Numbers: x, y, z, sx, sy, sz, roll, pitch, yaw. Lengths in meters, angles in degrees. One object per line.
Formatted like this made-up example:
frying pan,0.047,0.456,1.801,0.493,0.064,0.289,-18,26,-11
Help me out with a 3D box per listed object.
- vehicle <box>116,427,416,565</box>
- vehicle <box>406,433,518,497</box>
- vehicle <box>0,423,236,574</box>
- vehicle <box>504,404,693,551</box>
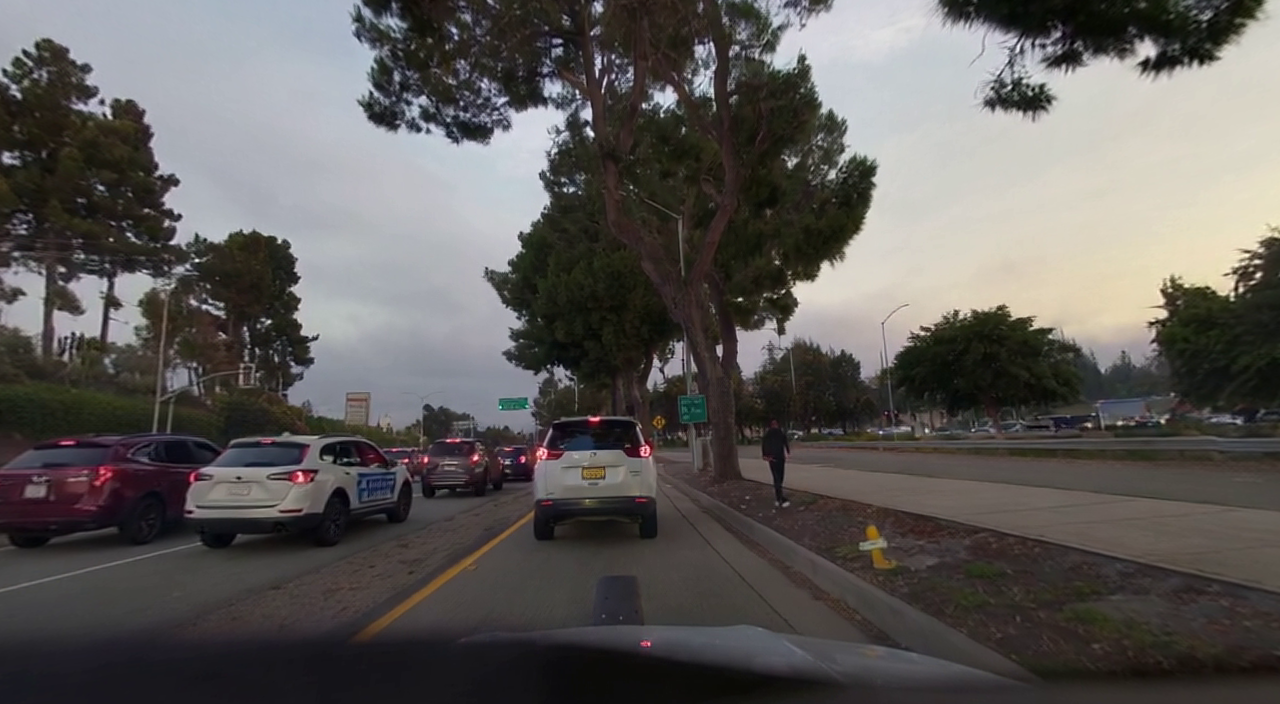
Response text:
vehicle,-5.404,2.109,10.067,2.010,1.674,4.484,0,-9,0
vehicle,-5.458,3.515,20.084,2.188,1.774,4.477,0,-9,0
vehicle,-8.802,2.100,9.751,2.013,1.826,4.592,0,-9,0
vehicle,-0.578,1.893,10.145,2.368,1.829,4.293,0,-9,-2
